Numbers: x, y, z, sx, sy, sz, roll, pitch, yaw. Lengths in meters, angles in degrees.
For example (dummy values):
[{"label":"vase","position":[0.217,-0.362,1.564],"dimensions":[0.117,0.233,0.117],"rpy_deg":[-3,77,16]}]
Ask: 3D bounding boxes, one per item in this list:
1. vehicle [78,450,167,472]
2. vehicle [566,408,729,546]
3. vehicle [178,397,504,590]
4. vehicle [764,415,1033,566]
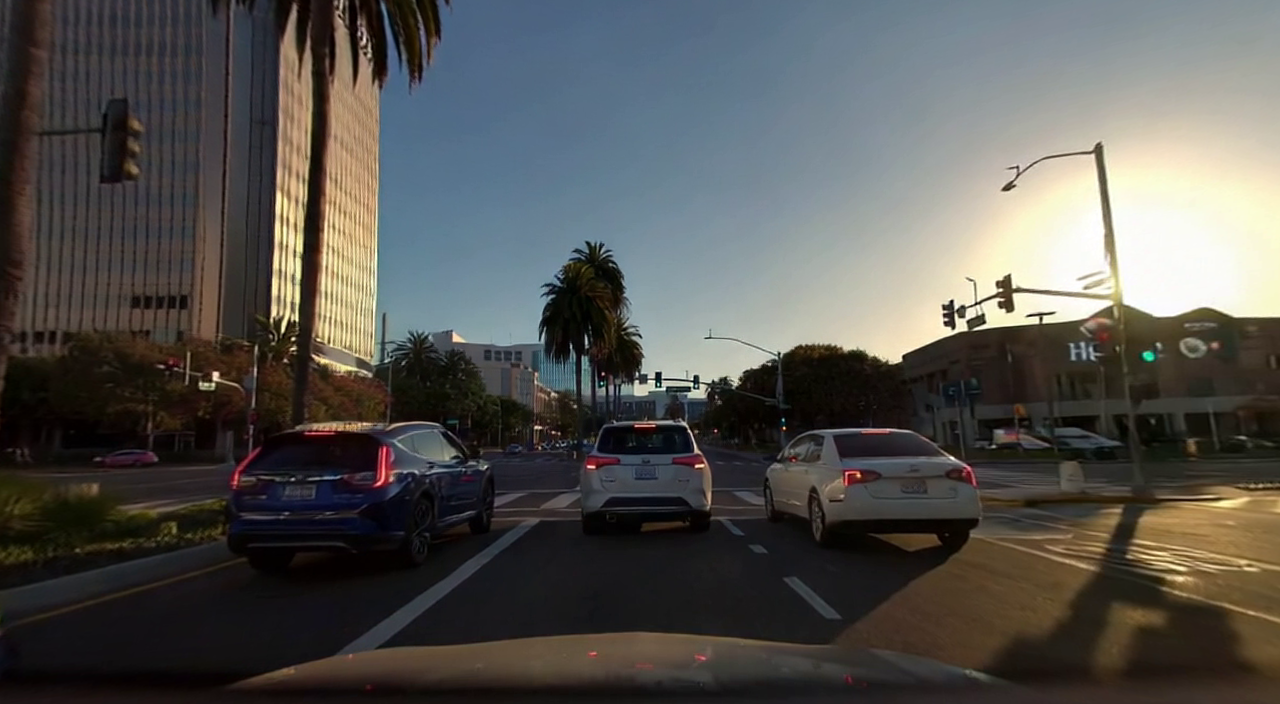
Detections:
[{"label":"vehicle","position":[-37.137,7.794,45.369],"dimensions":[4.787,1.484,1.816],"rpy_deg":[0,-9,1]},{"label":"vehicle","position":[0.096,1.907,10.227],"dimensions":[2.060,1.730,4.257],"rpy_deg":[0,-9,0]},{"label":"vehicle","position":[-3.133,1.573,7.761],"dimensions":[1.938,1.713,4.048],"rpy_deg":[0,-9,1]},{"label":"vehicle","position":[3.107,1.745,8.643],"dimensions":[1.936,1.567,3.896],"rpy_deg":[0,-9,-1]}]
